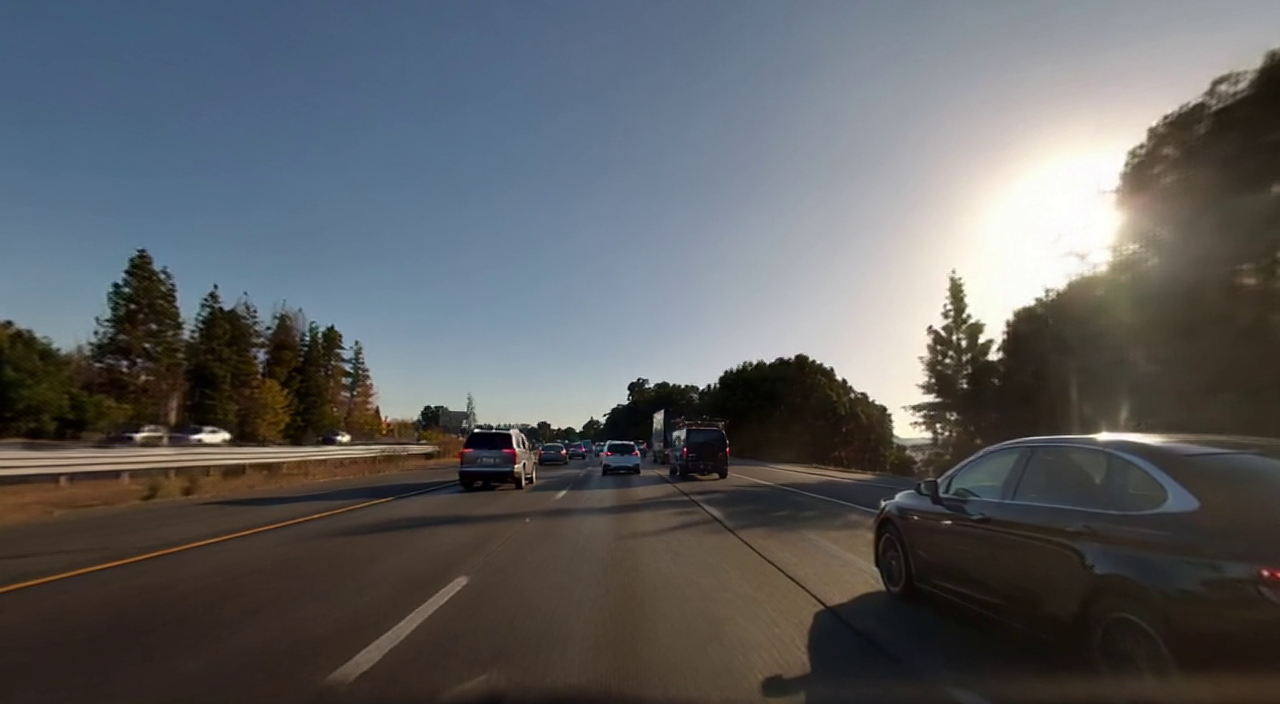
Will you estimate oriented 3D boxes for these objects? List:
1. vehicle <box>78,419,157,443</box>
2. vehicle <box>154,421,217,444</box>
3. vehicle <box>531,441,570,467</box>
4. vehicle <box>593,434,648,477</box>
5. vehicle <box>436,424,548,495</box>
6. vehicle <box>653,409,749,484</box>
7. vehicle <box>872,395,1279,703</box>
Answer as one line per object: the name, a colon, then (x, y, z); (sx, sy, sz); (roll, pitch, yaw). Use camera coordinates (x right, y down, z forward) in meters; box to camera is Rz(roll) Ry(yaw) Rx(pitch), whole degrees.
vehicle: (-36.864, 5.622, 44.576); (1.834, 1.555, 4.465); (0, -9, -2)
vehicle: (-32.740, 5.864, 45.485); (1.740, 1.488, 3.985); (1, -9, -3)
vehicle: (-5.411, 6.227, 38.486); (1.907, 1.484, 3.954); (0, -9, -1)
vehicle: (-0.826, 4.482, 27.472); (2.235, 1.682, 4.094); (0, -9, -1)
vehicle: (-4.115, 3.093, 18.473); (2.176, 1.783, 4.799); (0, -9, -1)
vehicle: (2.830, 5.067, 34.043); (3.426, 3.279, 12.313); (1, -8, -2)
vehicle: (3.100, 1.103, 3.381); (2.031, 1.504, 4.327); (0, -9, 0)
